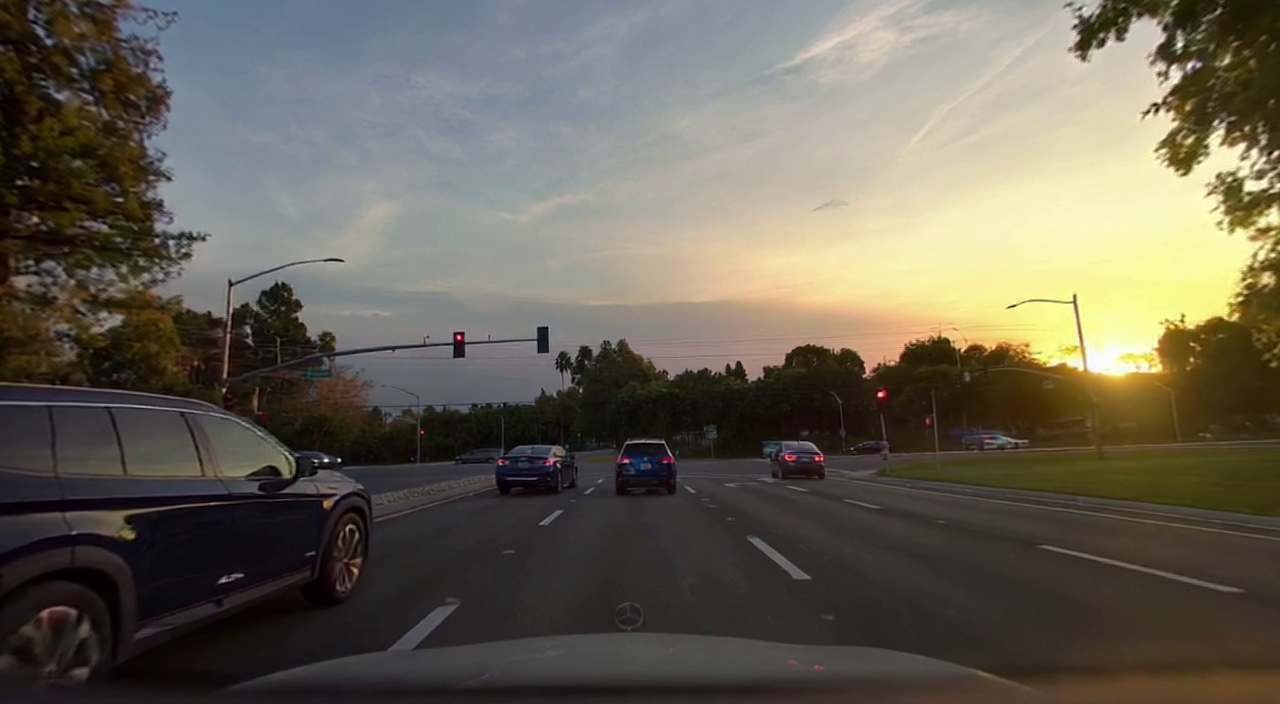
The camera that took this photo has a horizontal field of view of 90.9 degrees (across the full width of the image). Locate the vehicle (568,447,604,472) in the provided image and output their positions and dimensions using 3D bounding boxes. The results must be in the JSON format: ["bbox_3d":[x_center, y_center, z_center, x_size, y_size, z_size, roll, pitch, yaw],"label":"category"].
[{"bbox_3d":[-3.425,6.843,40.530,2.004,1.484,4.480,0,-8,-1],"label":"vehicle"}]

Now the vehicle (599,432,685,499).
[{"bbox_3d":[0.069,3.327,18.905,2.298,1.770,4.138,0,-8,0],"label":"vehicle"}]

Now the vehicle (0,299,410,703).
[{"bbox_3d":[-3.484,0.943,3.640,2.320,1.863,5.148,0,-8,1],"label":"vehicle"}]

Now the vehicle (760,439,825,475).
[{"bbox_3d":[7.948,5.517,33.364,2.166,1.761,4.692,0,-8,-1],"label":"vehicle"}]

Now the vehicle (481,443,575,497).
[{"bbox_3d":[-3.436,3.722,20.427,2.061,1.504,5.142,0,-8,1],"label":"vehicle"}]
